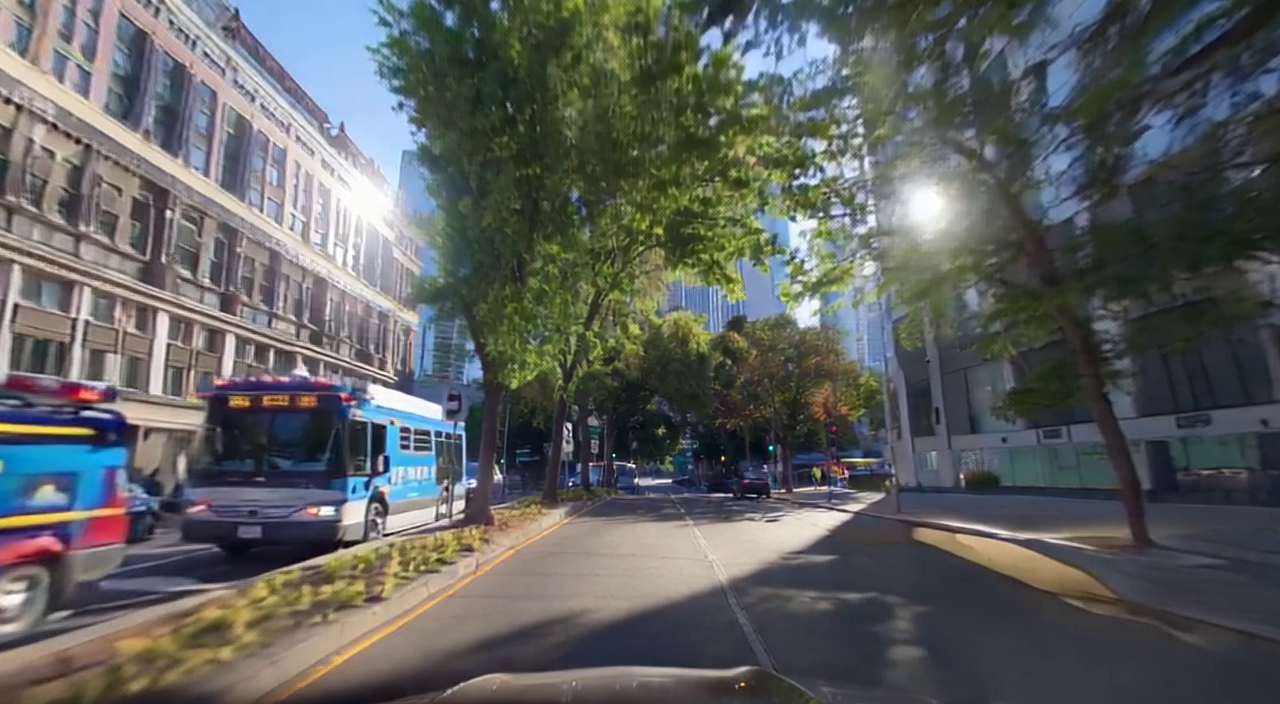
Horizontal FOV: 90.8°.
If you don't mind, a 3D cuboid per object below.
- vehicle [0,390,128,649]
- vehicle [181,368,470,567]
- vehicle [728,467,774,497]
[{"bbox_3d":[-5.640,1.022,3.301,1.988,1.855,4.599,0,-9,1],"label":"vehicle"},{"bbox_3d":[-5.086,2.007,11.599,2.268,2.708,5.699,0,-9,1],"label":"vehicle"},{"bbox_3d":[6.430,7.585,37.065,1.888,1.536,4.381,0,-9,-1],"label":"vehicle"}]
